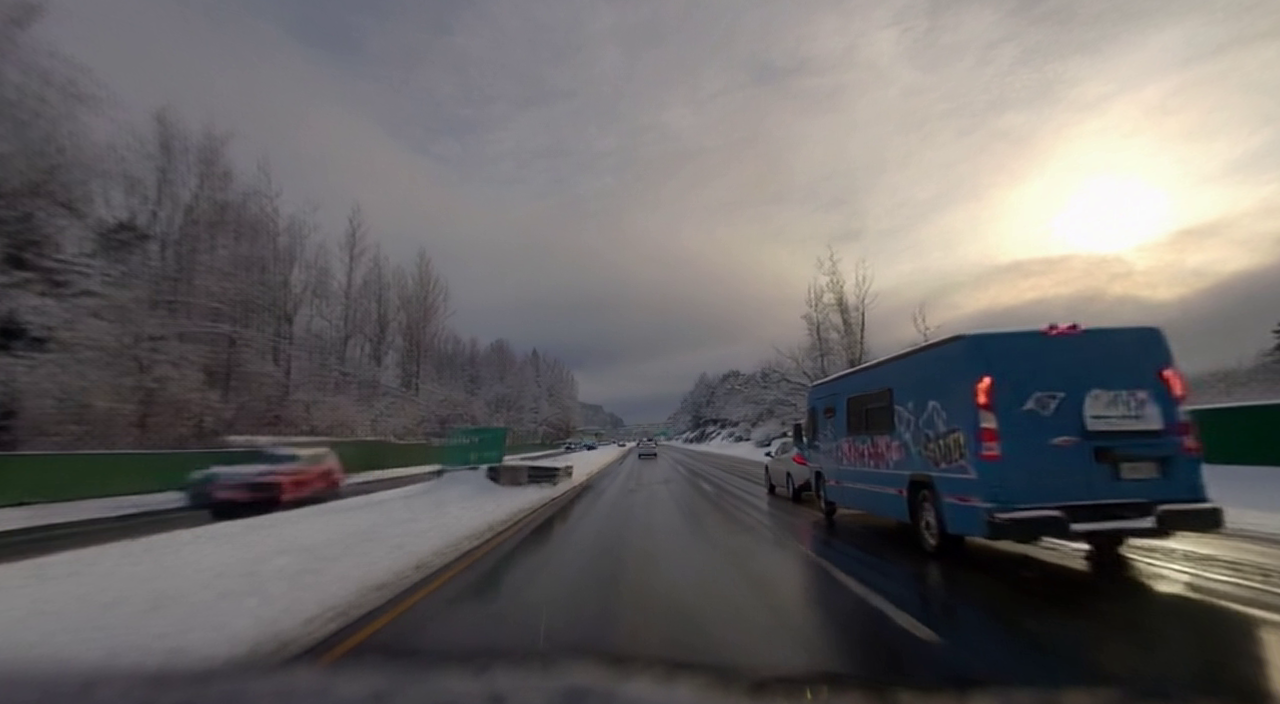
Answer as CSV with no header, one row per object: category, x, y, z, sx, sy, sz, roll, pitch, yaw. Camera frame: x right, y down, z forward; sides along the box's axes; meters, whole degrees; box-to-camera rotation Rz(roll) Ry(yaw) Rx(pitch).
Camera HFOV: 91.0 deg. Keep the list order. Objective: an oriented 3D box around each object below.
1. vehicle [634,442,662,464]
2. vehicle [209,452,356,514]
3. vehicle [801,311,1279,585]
vehicle,0.569,7.686,47.922,2.030,1.572,4.067,0,-8,0
vehicle,-9.909,3.619,17.845,1.914,1.495,3.809,0,-8,0
vehicle,4.786,1.411,9.658,2.712,2.659,6.992,0,-8,0
